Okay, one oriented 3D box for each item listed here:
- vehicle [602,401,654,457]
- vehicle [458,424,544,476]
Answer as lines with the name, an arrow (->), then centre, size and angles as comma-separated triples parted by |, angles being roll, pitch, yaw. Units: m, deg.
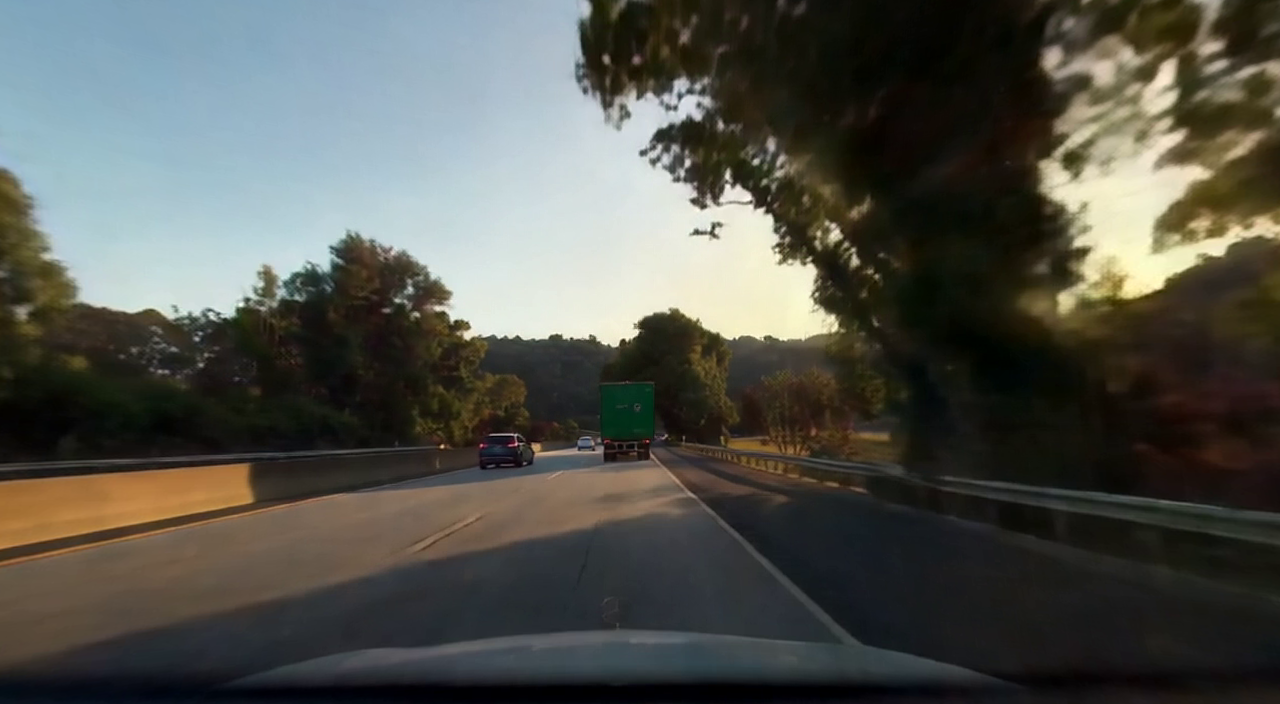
vehicle -> -0.564, 3.491, 28.491 | 2.319, 2.461, 1.270 | 1, -8, -3
vehicle -> -4.958, 3.564, 23.216 | 2.138, 1.697, 4.587 | 0, -8, 0
